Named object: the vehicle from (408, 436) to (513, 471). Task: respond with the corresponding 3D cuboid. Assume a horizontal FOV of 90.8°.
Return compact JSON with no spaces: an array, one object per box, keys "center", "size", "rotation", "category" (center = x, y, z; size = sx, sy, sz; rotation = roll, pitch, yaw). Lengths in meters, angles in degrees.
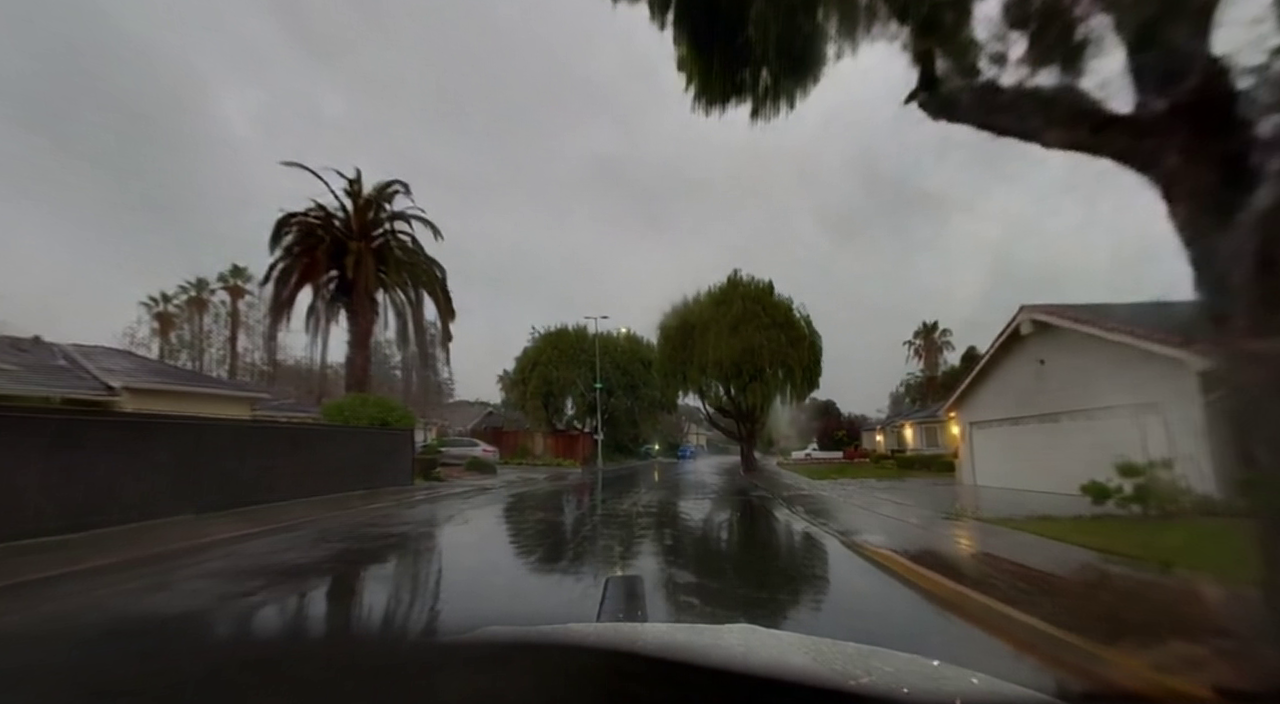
[{"center":[-10.522,5.976,37.283],"size":[5.497,1.983,2.191],"rotation":[-1,-9,5],"category":"vehicle"}]
